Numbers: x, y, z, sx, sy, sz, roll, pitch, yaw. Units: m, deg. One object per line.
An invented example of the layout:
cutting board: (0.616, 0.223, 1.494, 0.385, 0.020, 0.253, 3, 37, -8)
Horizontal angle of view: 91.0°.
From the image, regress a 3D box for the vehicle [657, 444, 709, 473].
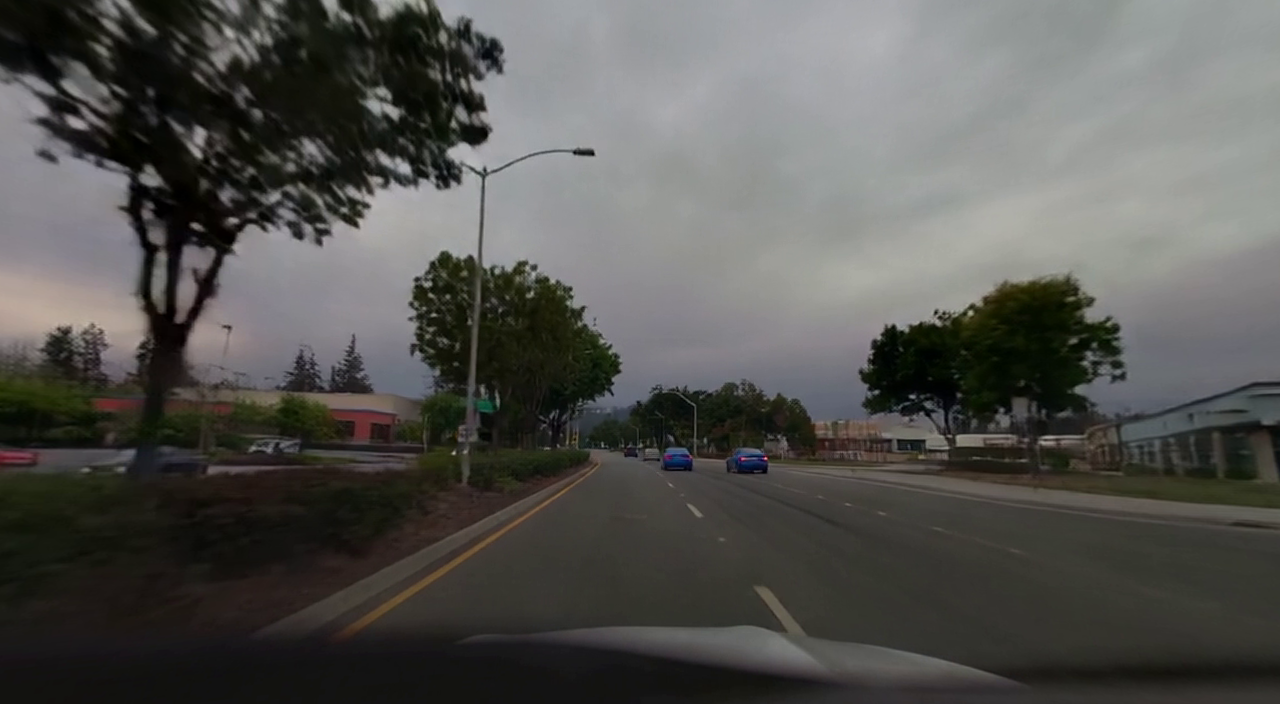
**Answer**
vehicle: (2.244, 5.783, 34.312, 2.256, 1.451, 4.313, 1, -9, -3)

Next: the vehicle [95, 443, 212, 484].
vehicle: (-19.867, 4.543, 25.934, 1.730, 1.516, 3.847, 0, -9, 0)

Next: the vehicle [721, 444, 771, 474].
vehicle: (5.827, 5.923, 35.098, 1.886, 1.528, 4.169, 1, -9, -2)
